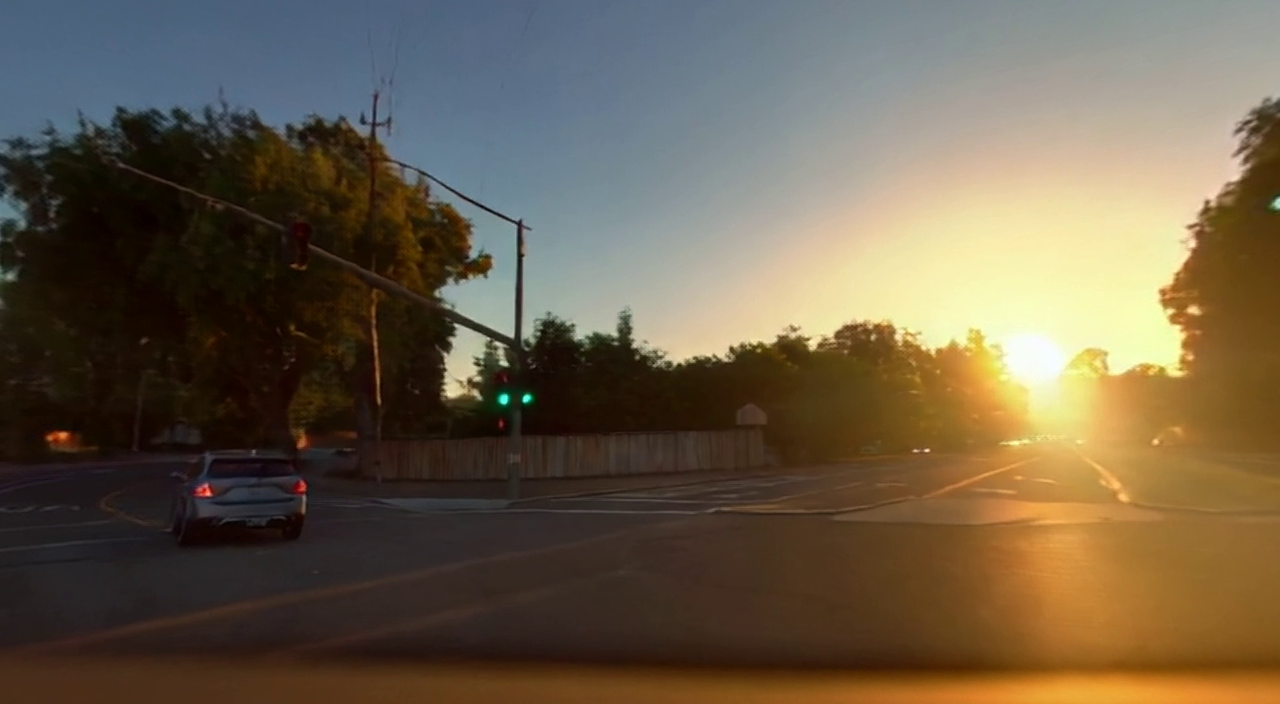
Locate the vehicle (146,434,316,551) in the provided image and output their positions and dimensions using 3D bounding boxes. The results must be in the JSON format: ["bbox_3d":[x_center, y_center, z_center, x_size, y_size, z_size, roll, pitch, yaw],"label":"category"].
[{"bbox_3d":[-8.259,2.597,12.559,2.230,1.827,4.580,7,-11,-38],"label":"vehicle"}]
